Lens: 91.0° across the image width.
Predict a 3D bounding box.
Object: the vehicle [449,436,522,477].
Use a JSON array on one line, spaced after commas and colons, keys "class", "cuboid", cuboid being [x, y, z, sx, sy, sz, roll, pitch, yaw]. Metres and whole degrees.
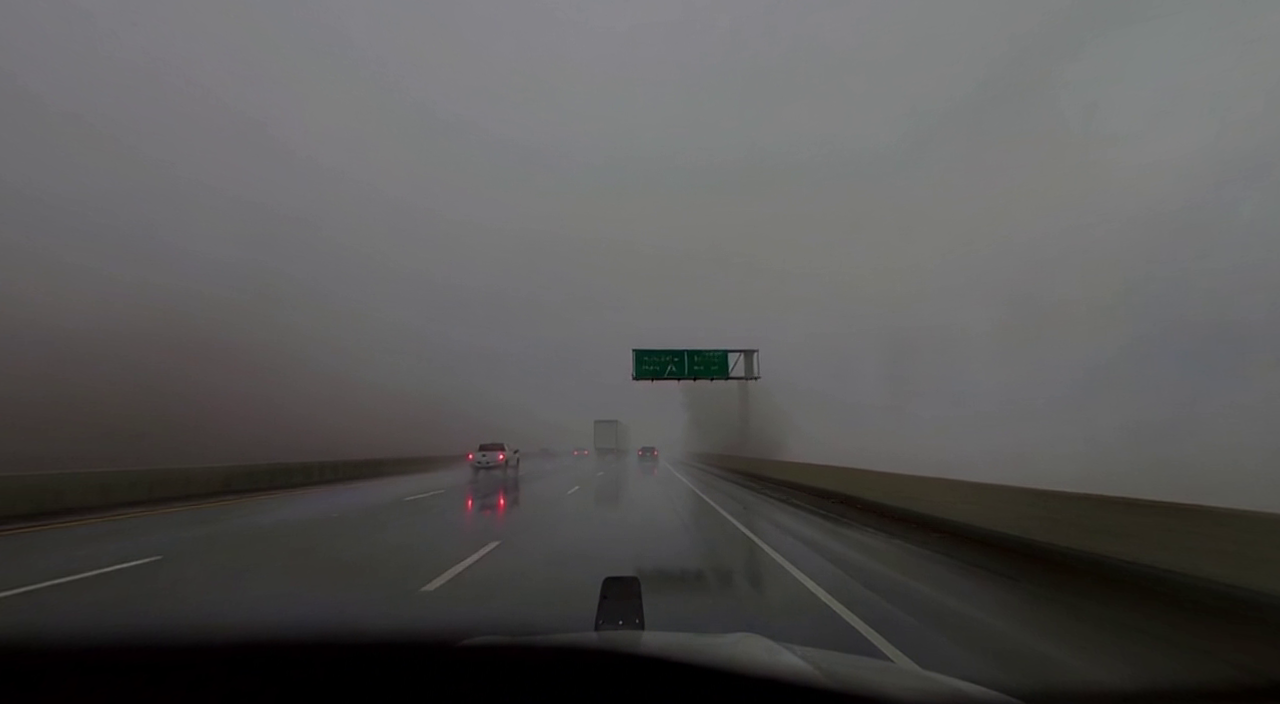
[{"class": "vehicle", "cuboid": [-7.384, 5.050, 30.797, 2.115, 1.778, 5.572, 0, -9, 0]}]
